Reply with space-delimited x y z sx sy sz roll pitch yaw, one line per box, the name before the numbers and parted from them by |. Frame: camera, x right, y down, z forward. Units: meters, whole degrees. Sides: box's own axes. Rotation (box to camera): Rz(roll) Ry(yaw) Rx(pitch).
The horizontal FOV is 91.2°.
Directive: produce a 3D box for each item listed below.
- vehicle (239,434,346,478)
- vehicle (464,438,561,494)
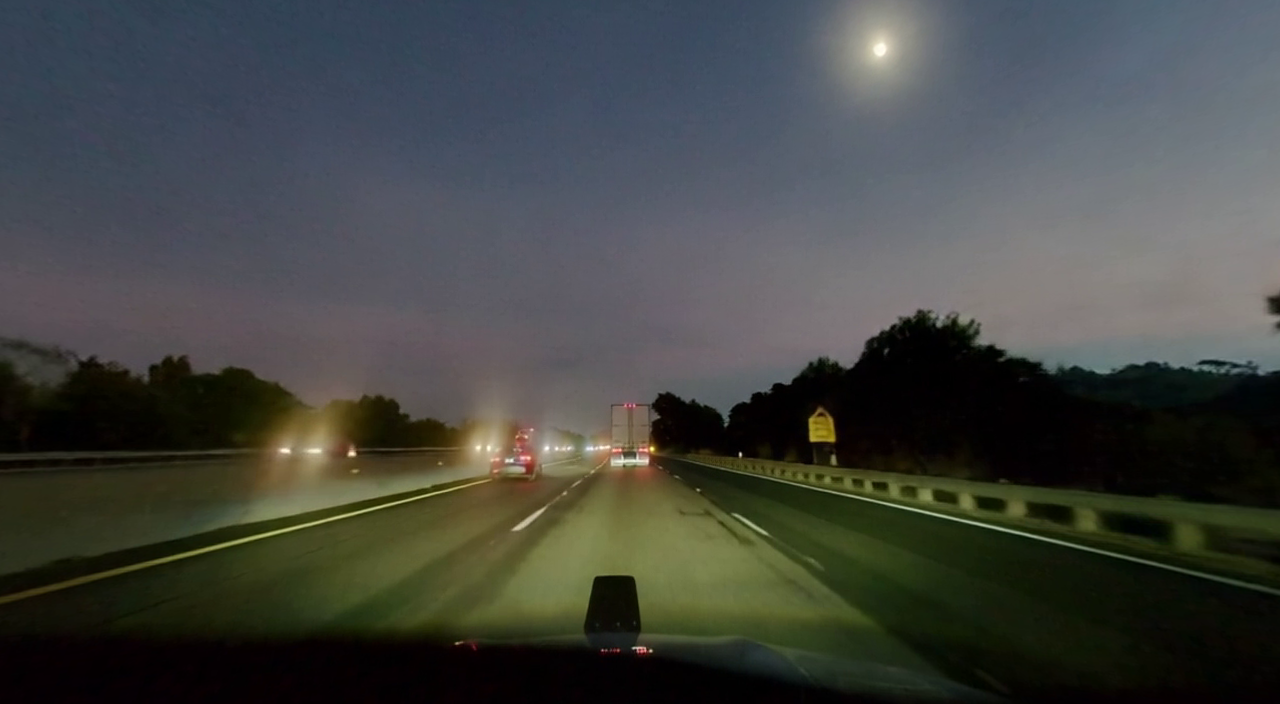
vehicle | -13.123 3.953 23.989 1.815 1.494 4.002 0 -9 0
vehicle | -3.780 3.480 19.435 2.057 1.519 4.372 0 -9 1
